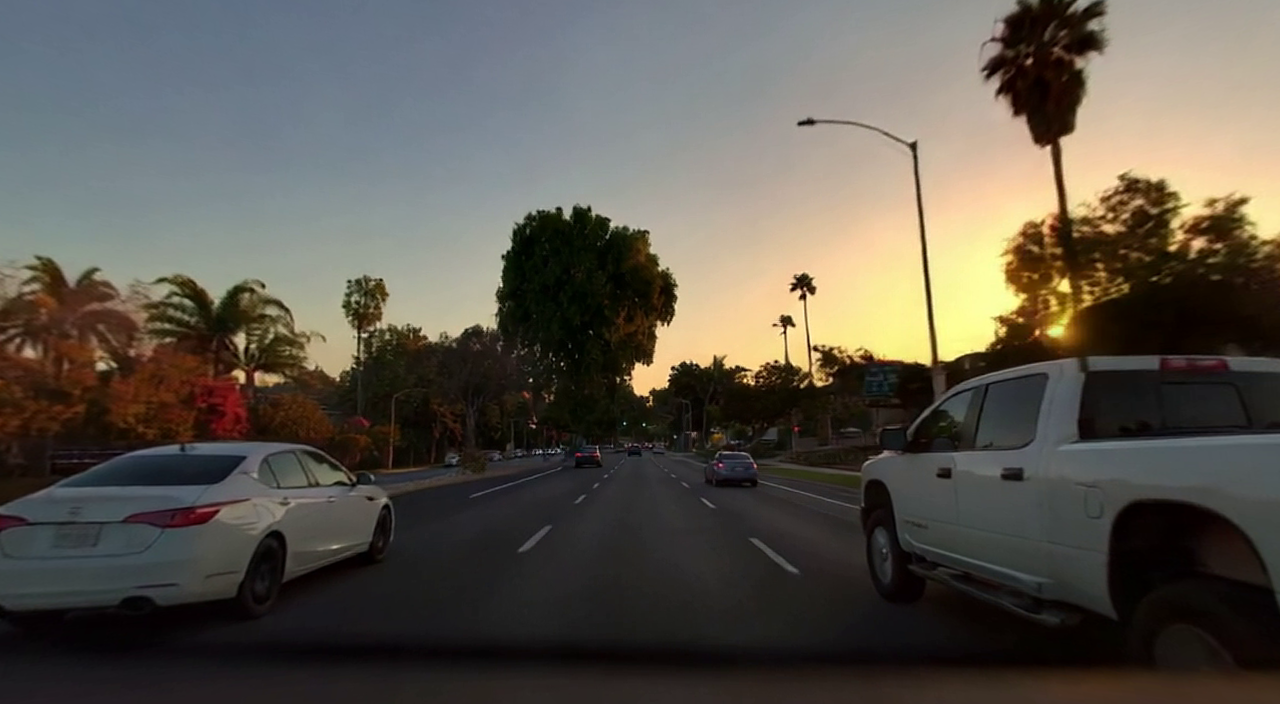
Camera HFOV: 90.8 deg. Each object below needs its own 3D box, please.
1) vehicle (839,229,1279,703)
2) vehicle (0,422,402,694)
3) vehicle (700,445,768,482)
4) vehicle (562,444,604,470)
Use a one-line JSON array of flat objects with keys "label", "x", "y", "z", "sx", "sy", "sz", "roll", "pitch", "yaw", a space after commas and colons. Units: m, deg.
[{"label": "vehicle", "x": 3.381, "y": 0.875, "z": 3.854, "sx": 2.478, "sy": 2.030, "sz": 5.723, "roll": 0, "pitch": -9, "yaw": 0}, {"label": "vehicle", "x": -3.980, "y": 1.479, "z": 5.743, "sx": 2.094, "sy": 1.509, "sz": 4.286, "roll": 0, "pitch": -9, "yaw": -2}, {"label": "vehicle", "x": 3.918, "y": 4.739, "z": 27.158, "sx": 2.149, "sy": 1.421, "sz": 4.805, "roll": 0, "pitch": -8, "yaw": 0}, {"label": "vehicle", "x": -3.539, "y": 6.635, "z": 40.090, "sx": 2.263, "sy": 1.548, "sz": 4.555, "roll": 0, "pitch": -8, "yaw": -1}]
